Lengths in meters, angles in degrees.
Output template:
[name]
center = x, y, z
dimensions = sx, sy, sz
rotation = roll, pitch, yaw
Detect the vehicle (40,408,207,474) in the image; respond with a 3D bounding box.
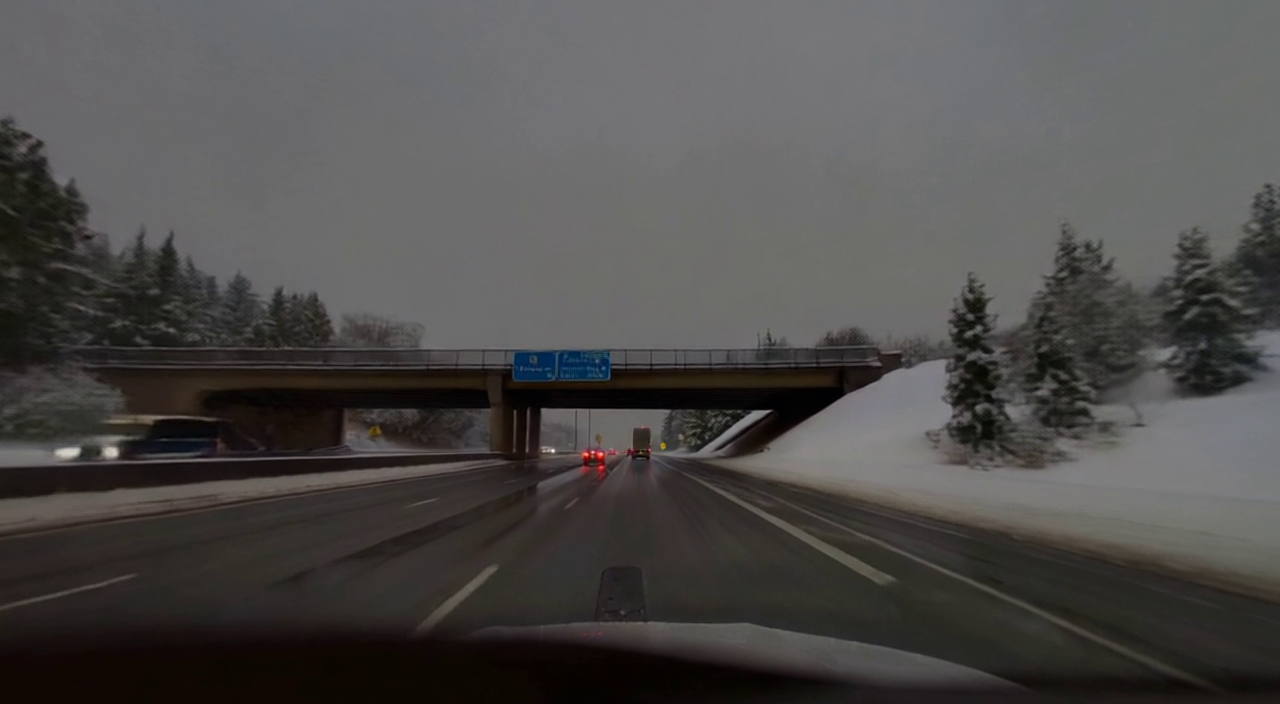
[vehicle]
center = -21.382, 3.798, 26.546
dimensions = 2.191, 2.467, 5.670
rotation = 0, -9, -1
